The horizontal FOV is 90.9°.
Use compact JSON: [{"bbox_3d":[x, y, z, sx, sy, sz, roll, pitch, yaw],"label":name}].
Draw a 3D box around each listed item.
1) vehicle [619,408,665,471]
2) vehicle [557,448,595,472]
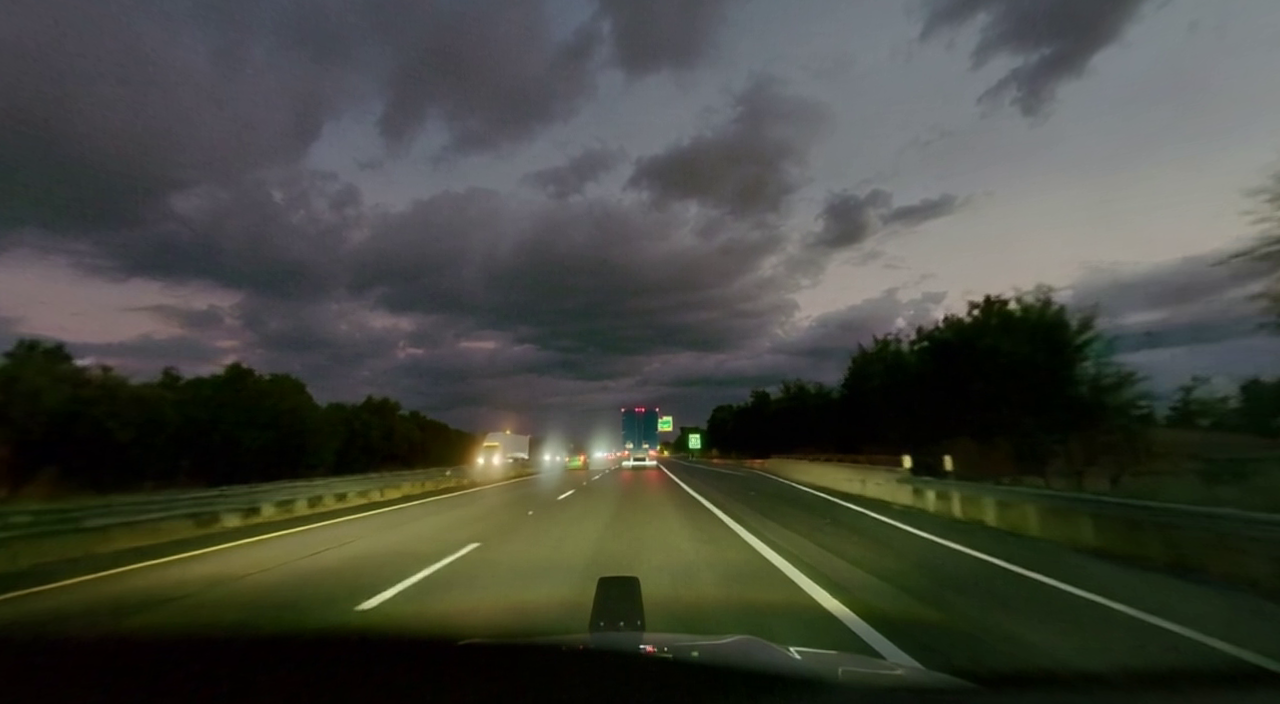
[{"bbox_3d":[0.163,6.348,45.159,2.899,3.966,10.053,0,-9,0],"label":"vehicle"},{"bbox_3d":[-4.345,7.364,43.235,2.051,1.538,4.569,0,-9,1],"label":"vehicle"}]
